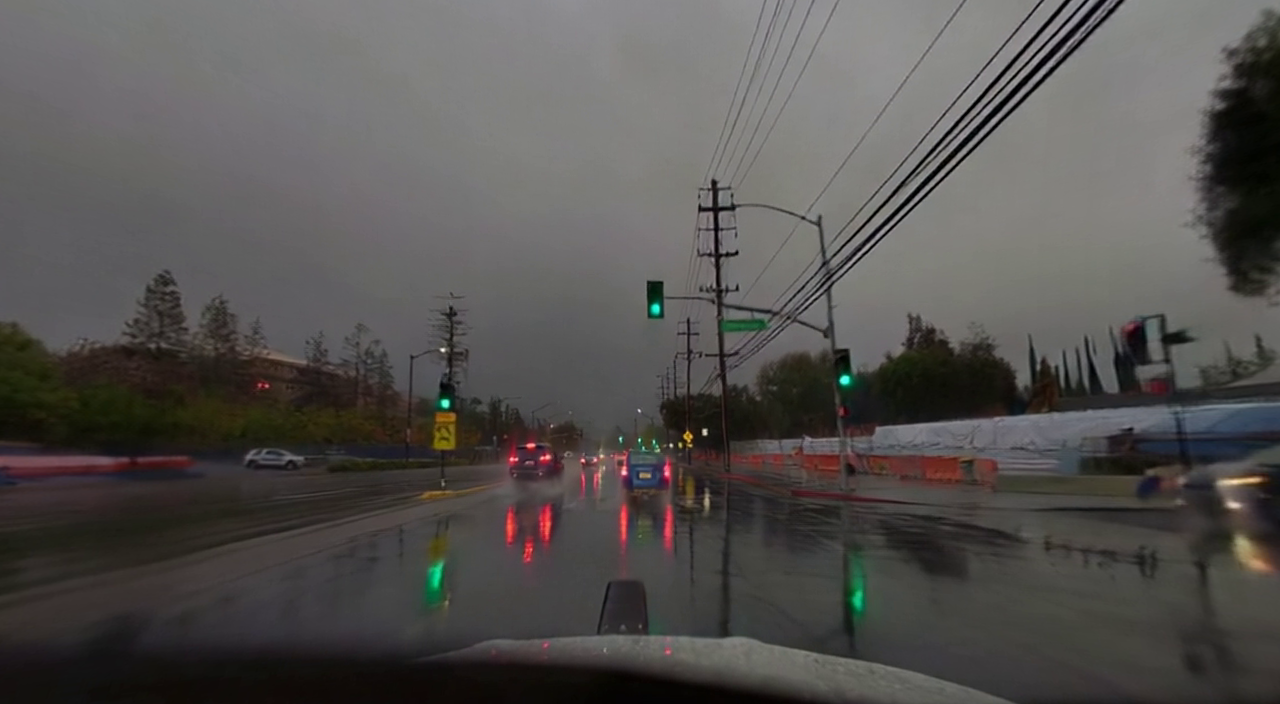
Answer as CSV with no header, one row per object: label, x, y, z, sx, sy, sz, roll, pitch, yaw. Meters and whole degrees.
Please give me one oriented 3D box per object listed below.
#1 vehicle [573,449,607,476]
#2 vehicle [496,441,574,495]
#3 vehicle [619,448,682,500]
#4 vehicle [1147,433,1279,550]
vehicle,-3.473,7.711,44.113,1.910,1.713,4.786,-1,-9,1
vehicle,-3.784,4.257,23.418,2.078,1.804,4.387,-1,-9,1
vehicle,0.349,4.348,22.767,2.059,1.691,3.980,0,-9,0
vehicle,12.045,2.241,10.729,4.551,1.759,2.320,-3,-9,5
